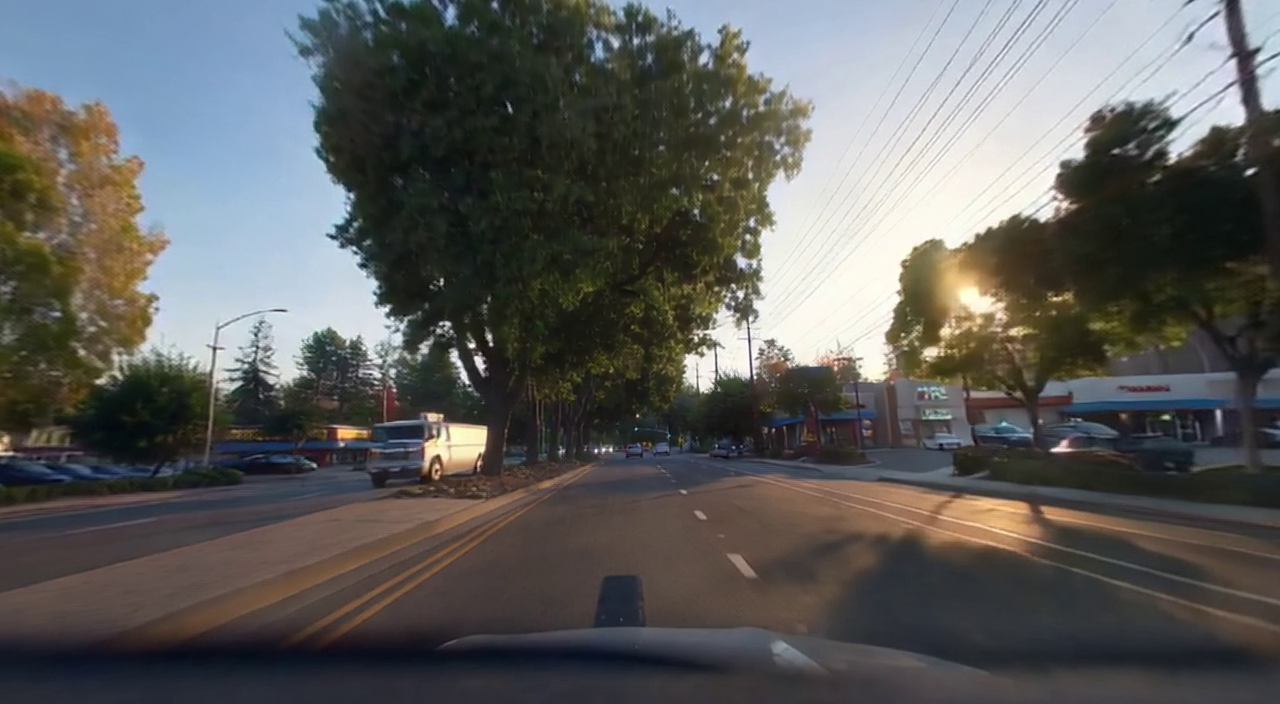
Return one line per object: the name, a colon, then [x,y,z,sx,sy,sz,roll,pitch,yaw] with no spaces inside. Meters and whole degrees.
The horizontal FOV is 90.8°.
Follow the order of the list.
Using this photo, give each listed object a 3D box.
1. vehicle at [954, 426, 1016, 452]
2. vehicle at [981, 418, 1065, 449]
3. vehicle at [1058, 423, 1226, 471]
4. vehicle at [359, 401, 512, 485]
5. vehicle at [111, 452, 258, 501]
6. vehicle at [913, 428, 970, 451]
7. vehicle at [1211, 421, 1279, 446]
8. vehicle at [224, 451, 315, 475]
vehicle: [25.413,6.443,46.699,2.012,1.772,4.458,-1,-9,0]
vehicle: [28.431,6.158,47.198,2.346,2.093,6.071,-1,-8,-1]
vehicle: [17.843,3.411,22.633,4.264,1.428,1.822,-4,-10,5]
vehicle: [-9.066,4.412,30.486,3.241,3.133,12.822,0,-9,-1]
vehicle: [-17.340,4.718,24.423,2.091,1.656,4.626,-1,-9,3]
vehicle: [22.958,6.756,48.367,2.113,1.582,4.559,-1,-9,0]
vehicle: [41.405,5.474,42.210,2.066,1.575,4.483,0,-9,-3]
vehicle: [-29.048,8.733,49.618,5.699,1.782,2.271,-1,-9,2]
